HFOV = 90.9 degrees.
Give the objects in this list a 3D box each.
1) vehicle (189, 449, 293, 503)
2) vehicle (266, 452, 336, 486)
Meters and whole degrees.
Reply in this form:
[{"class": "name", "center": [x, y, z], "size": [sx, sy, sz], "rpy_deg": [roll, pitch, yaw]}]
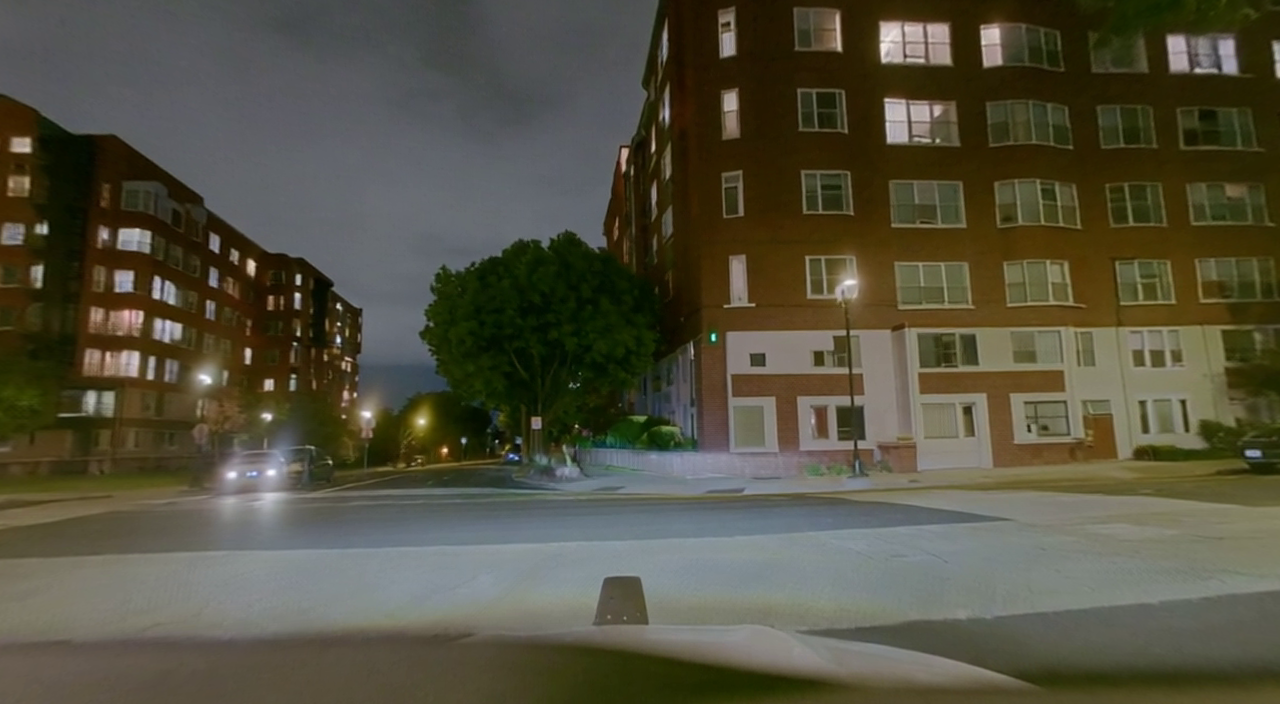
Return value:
[{"class": "vehicle", "center": [-13.219, 4.064, 21.206], "size": [2.027, 1.475, 4.522], "rpy_deg": [0, -8, -21]}, {"class": "vehicle", "center": [-16.321, 5.630, 30.591], "size": [1.941, 1.442, 4.384], "rpy_deg": [2, -9, -15]}]
